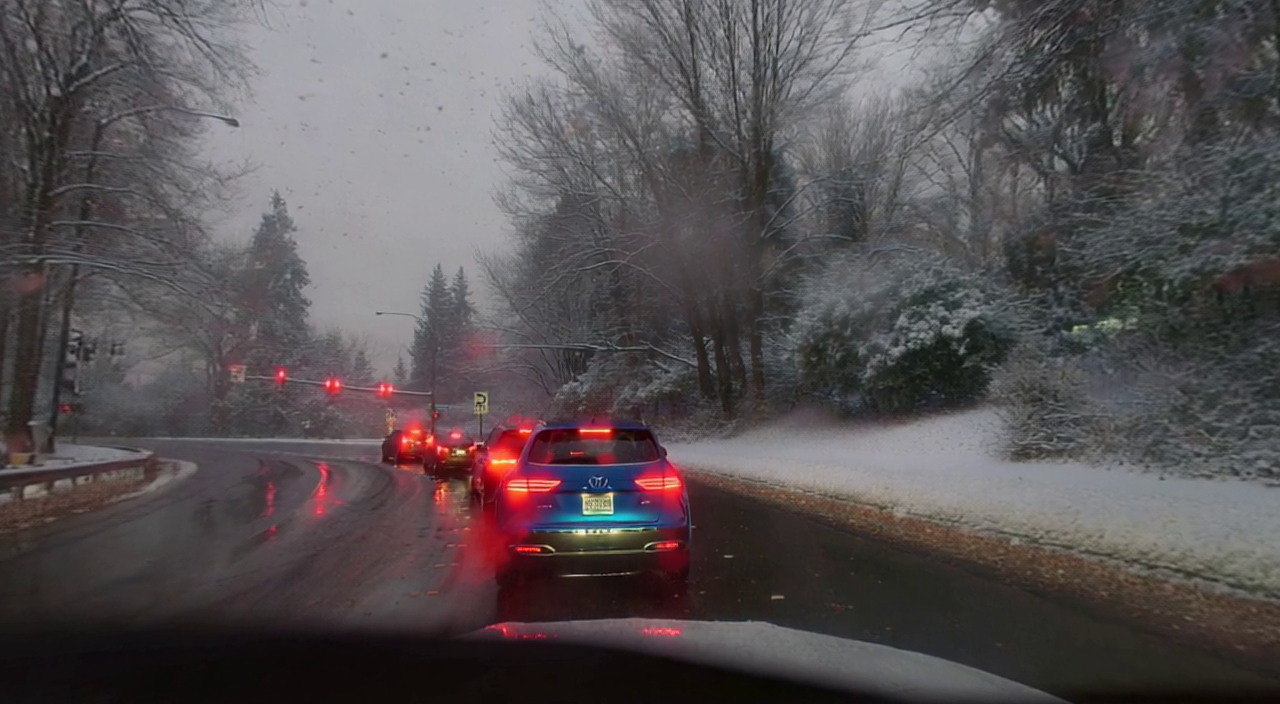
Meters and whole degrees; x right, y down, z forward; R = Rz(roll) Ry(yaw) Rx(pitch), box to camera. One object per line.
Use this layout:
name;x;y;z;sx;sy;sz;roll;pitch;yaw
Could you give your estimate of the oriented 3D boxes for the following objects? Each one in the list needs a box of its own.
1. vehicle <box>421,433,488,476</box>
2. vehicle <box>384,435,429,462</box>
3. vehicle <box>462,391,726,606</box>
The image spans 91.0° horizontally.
vehicle;-7.286;3.953;24.483;1.902;1.536;3.662;4;-9;-25
vehicle;-13.748;5.646;36.904;1.863;1.488;4.426;4;-9;-27
vehicle;-0.674;1.462;7.202;2.134;1.671;4.147;1;-8;-9
